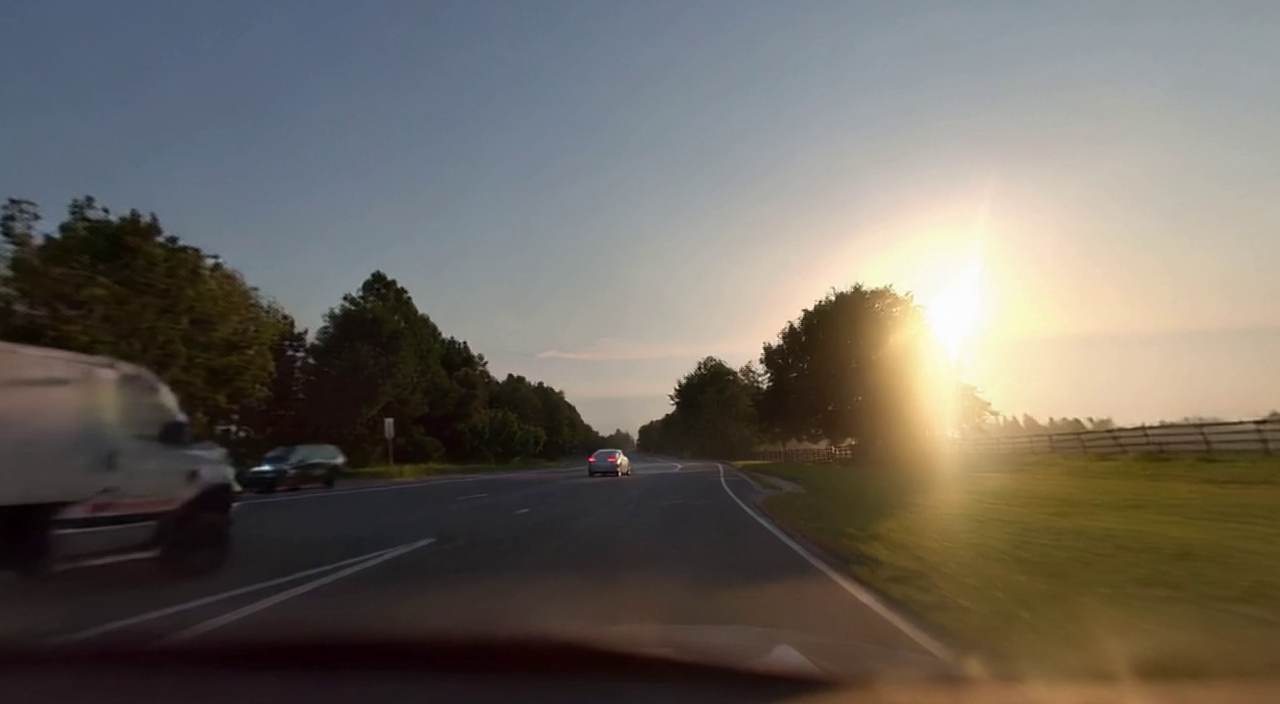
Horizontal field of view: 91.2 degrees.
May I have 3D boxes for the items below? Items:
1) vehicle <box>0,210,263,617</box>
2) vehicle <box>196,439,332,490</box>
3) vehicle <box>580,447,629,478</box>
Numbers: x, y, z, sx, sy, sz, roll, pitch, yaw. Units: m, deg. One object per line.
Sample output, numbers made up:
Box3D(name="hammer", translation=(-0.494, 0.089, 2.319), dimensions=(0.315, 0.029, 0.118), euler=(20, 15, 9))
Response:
Box3D(name="vehicle", translation=(-6.876, 0.379, 4.424), dimensions=(2.757, 3.370, 7.606), euler=(-1, -9, 9))
Box3D(name="vehicle", translation=(-19.561, 5.886, 33.178), dimensions=(2.387, 2.412, 6.602), euler=(-1, -9, 8))
Box3D(name="vehicle", translation=(-2.027, 6.473, 36.912), dimensions=(2.106, 1.679, 3.908), euler=(-1, -9, 8))
